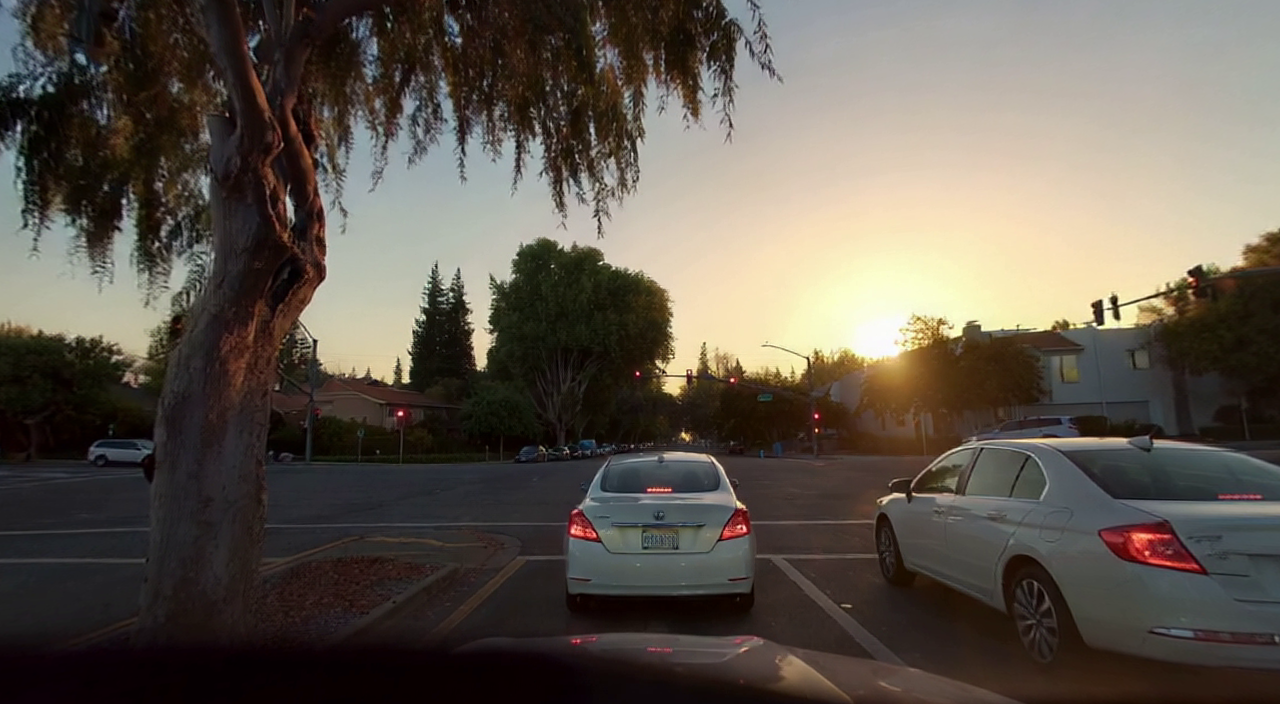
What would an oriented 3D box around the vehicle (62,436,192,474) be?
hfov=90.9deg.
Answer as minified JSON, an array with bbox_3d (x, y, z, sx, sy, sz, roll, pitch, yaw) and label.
[{"bbox_3d":[-24.287,4.869,29.982,4.450,1.684,1.894,0,-8,0],"label":"vehicle"}]

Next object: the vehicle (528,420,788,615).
[{"bbox_3d":[0.100,1.565,6.877,2.017,1.485,3.813,0,-8,-1],"label":"vehicle"}]

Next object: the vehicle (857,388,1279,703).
[{"bbox_3d":[3.168,1.122,3.897,1.931,1.493,4.555,0,-8,-1],"label":"vehicle"}]
